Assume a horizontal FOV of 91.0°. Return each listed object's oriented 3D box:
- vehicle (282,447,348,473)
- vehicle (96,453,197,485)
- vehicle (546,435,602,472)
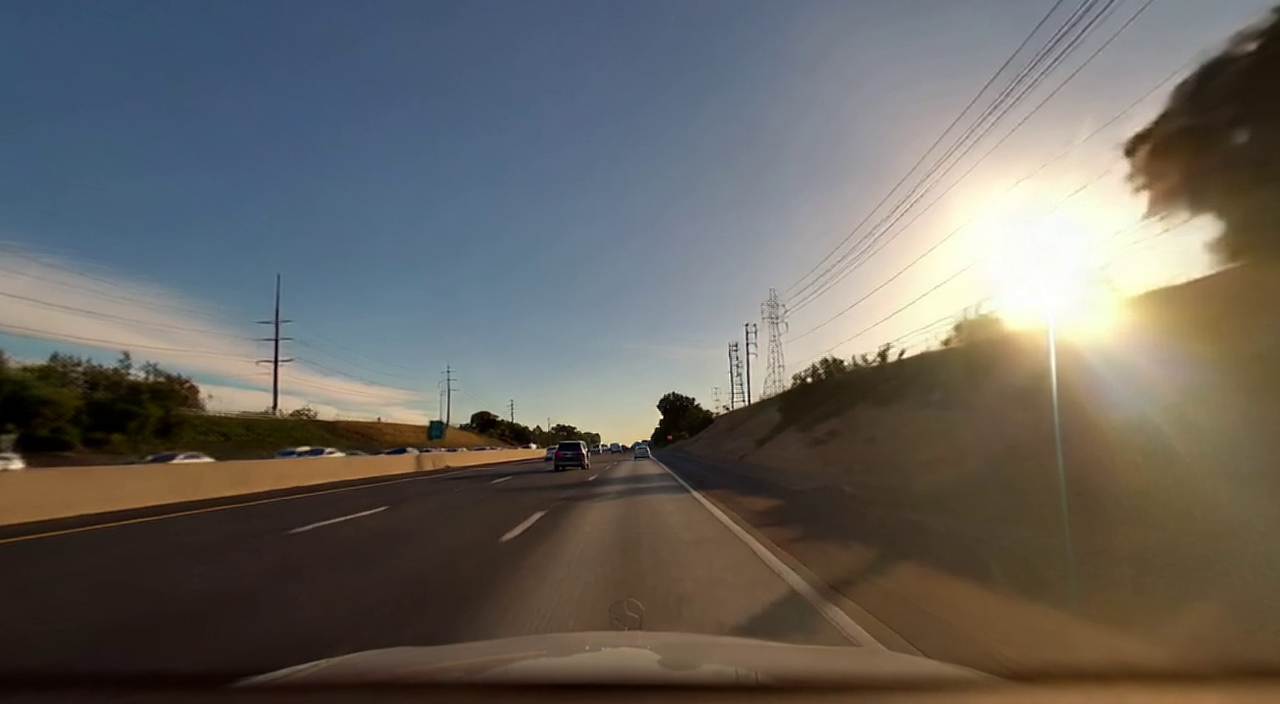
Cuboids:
[{"bbox_3d":[-24.370,8.105,47.531,2.001,1.787,5.480,0,-9,0],"label":"vehicle"},{"bbox_3d":[-28.370,6.700,36.434,1.971,1.648,4.712,0,-9,0],"label":"vehicle"},{"bbox_3d":[-3.702,5.810,36.297,2.577,1.939,5.408,0,-9,1],"label":"vehicle"}]
